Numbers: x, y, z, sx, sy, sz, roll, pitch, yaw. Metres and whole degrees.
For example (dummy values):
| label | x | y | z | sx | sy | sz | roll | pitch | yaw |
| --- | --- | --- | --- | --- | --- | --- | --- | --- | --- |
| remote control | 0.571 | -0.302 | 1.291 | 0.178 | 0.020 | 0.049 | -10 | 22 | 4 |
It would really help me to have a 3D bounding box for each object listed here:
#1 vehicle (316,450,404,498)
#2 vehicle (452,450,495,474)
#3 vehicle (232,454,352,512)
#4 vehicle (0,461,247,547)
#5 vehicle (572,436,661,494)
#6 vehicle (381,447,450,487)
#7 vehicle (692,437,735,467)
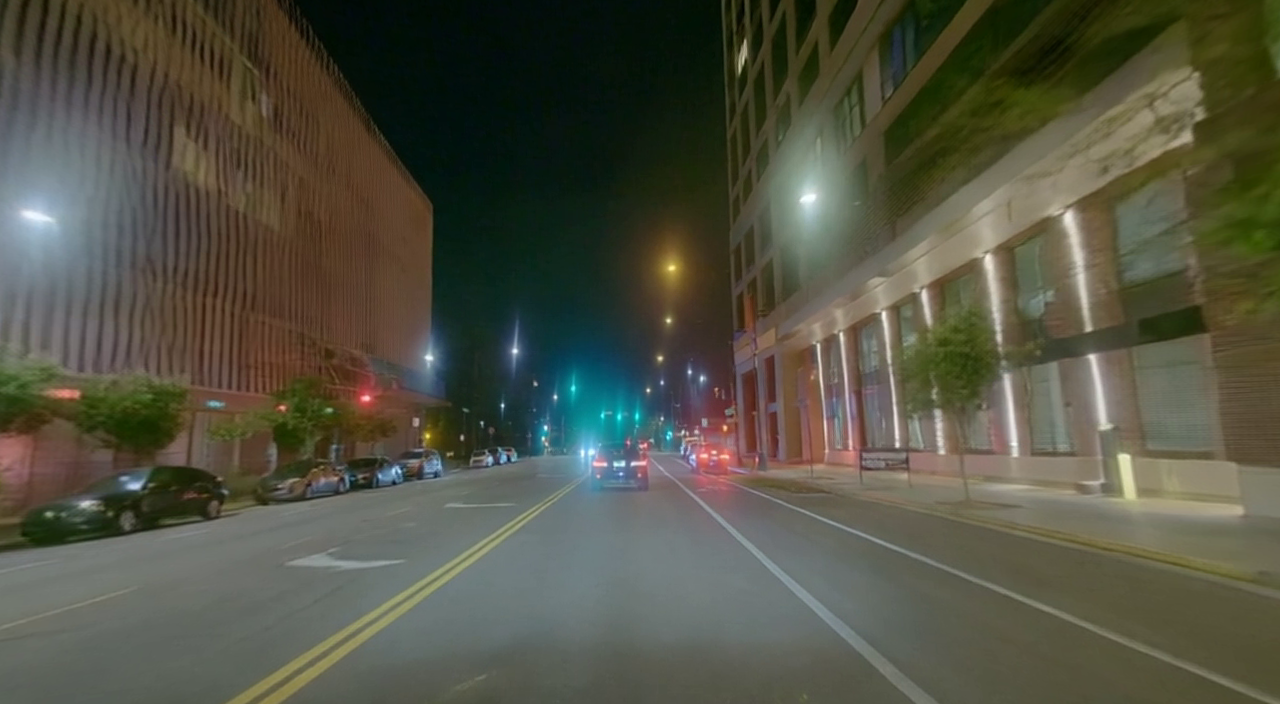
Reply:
| label | x | y | z | sx | sy | sz | roll | pitch | yaw |
| --- | --- | --- | --- | --- | --- | --- | --- | --- | --- |
| vehicle | -12.278 | 5.312 | 28.011 | 1.945 | 1.712 | 4.648 | -5 | -8 | -2 |
| vehicle | -12.374 | 8.199 | 47.209 | 1.968 | 1.469 | 4.523 | -3 | -8 | -1 |
| vehicle | -12.172 | 4.533 | 22.399 | 1.976 | 1.577 | 4.091 | -6 | -8 | -1 |
| vehicle | -11.825 | 3.412 | 14.874 | 1.991 | 1.507 | 4.879 | -1 | -8 | 0 |
| vehicle | -0.630 | 3.217 | 18.327 | 2.269 | 1.479 | 3.980 | 0 | -8 | -1 |
| vehicle | -12.115 | 6.192 | 34.414 | 2.090 | 1.784 | 4.832 | -4 | -8 | -2 |
| vehicle | 4.301 | 5.912 | 37.512 | 1.924 | 1.645 | 4.528 | -1 | -8 | -1 |
